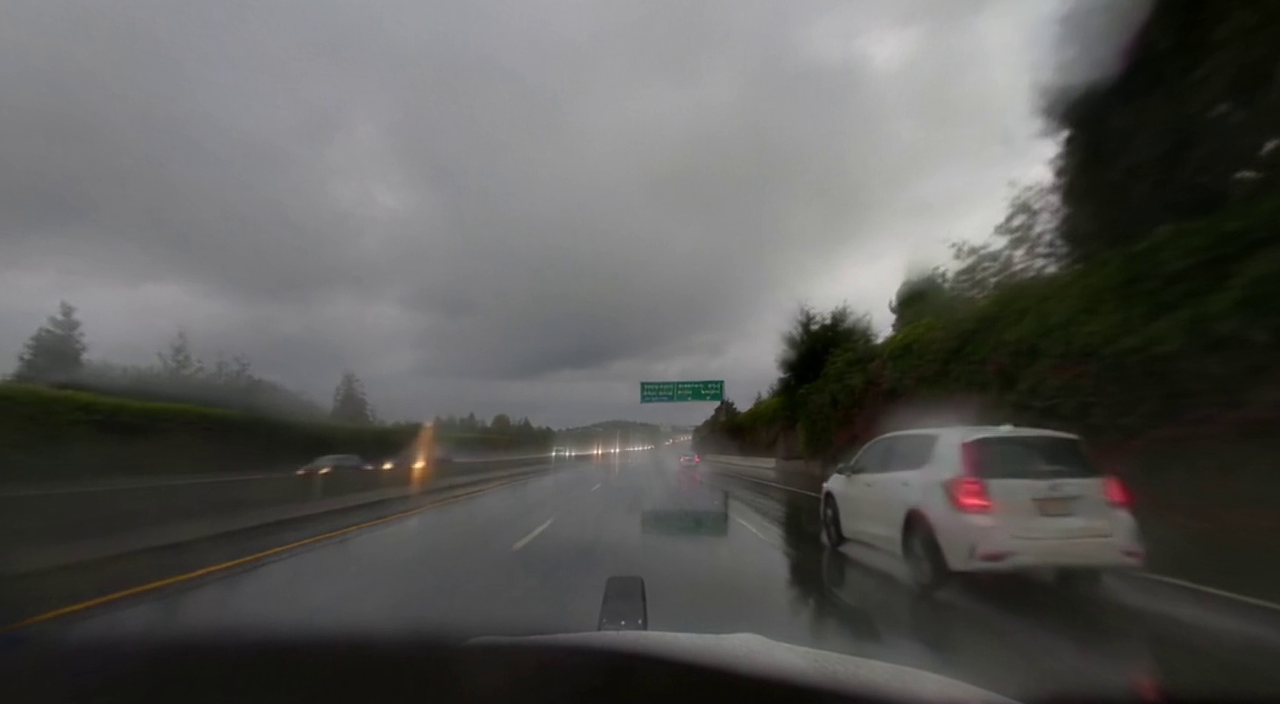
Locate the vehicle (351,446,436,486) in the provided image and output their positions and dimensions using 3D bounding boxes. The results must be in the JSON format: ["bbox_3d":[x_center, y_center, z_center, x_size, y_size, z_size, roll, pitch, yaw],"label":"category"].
[{"bbox_3d":[-10.836,5.013,28.023,2.025,1.603,3.989,0,-9,2],"label":"vehicle"}]

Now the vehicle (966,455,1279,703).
[{"bbox_3d":[3.532,1.205,3.174,1.883,1.320,3.386,0,-9,-1],"label":"vehicle"}]

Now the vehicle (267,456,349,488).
[{"bbox_3d":[-17.661,6.363,33.776,1.936,1.560,4.343,0,-9,1],"label":"vehicle"}]

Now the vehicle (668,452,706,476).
[{"bbox_3d":[2.802,6.809,38.535,2.065,1.400,4.028,0,-9,0],"label":"vehicle"}]
